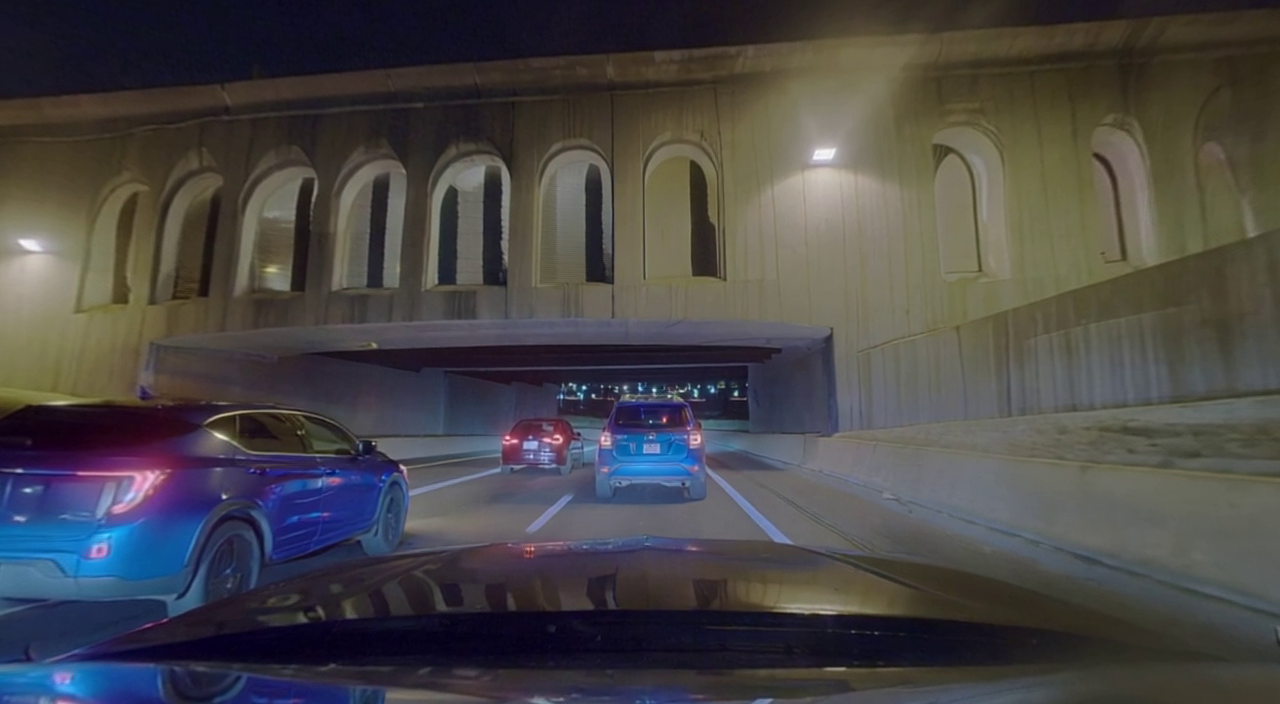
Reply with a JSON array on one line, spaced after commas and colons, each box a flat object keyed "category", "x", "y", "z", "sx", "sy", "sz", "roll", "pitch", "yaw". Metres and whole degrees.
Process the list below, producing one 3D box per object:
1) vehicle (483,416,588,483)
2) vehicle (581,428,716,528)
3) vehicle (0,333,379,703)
[{"category": "vehicle", "x": -3.328, "y": 3.296, "z": 21.486, "sx": 2.329, "sy": 1.948, "sz": 5.800, "roll": -1, "pitch": -9, "yaw": 3}, {"category": "vehicle", "x": 0.142, "y": 2.196, "z": 11.527, "sx": 2.020, "sy": 1.478, "sz": 4.092, "roll": 0, "pitch": -9, "yaw": 1}, {"category": "vehicle", "x": -3.542, "y": 0.991, "z": 3.661, "sx": 2.017, "sy": 1.761, "sz": 4.572, "roll": 0, "pitch": -9, "yaw": 1}]
